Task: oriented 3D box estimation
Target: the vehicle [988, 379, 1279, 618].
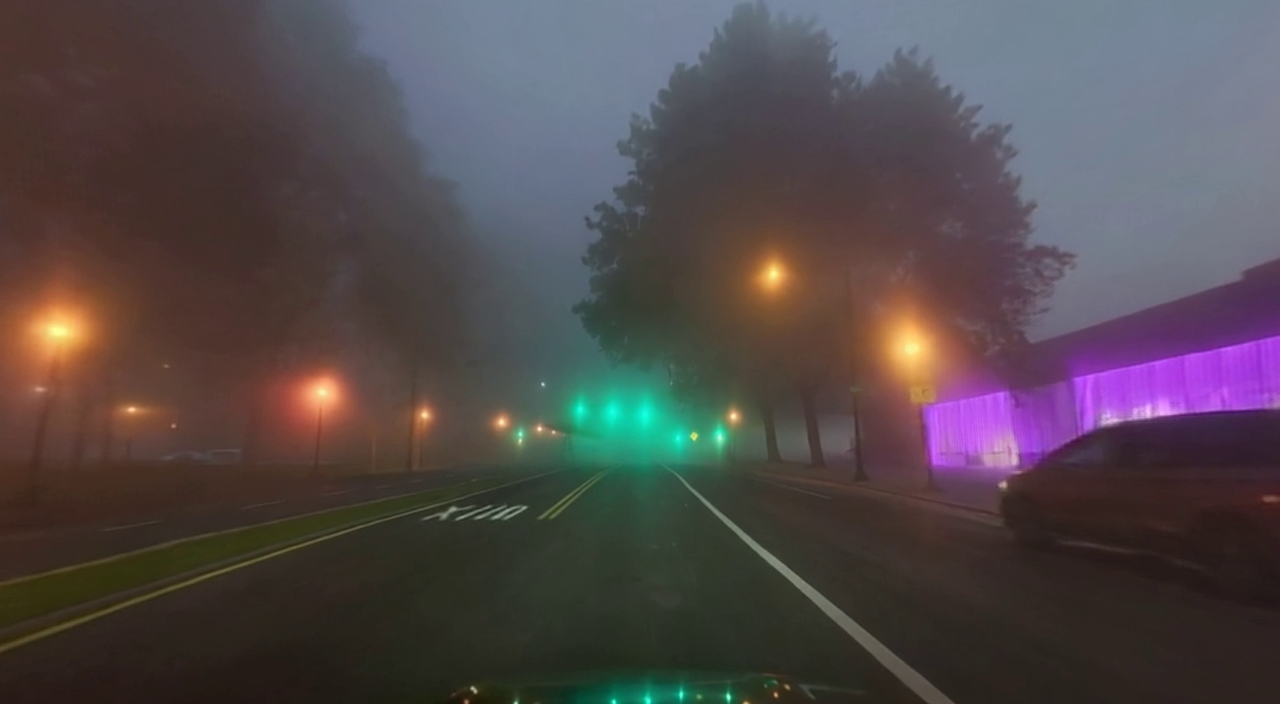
[{"bbox_3d":[6.123,1.386,6.460,2.112,1.894,4.910,0,-9,-2],"label":"vehicle"}]
